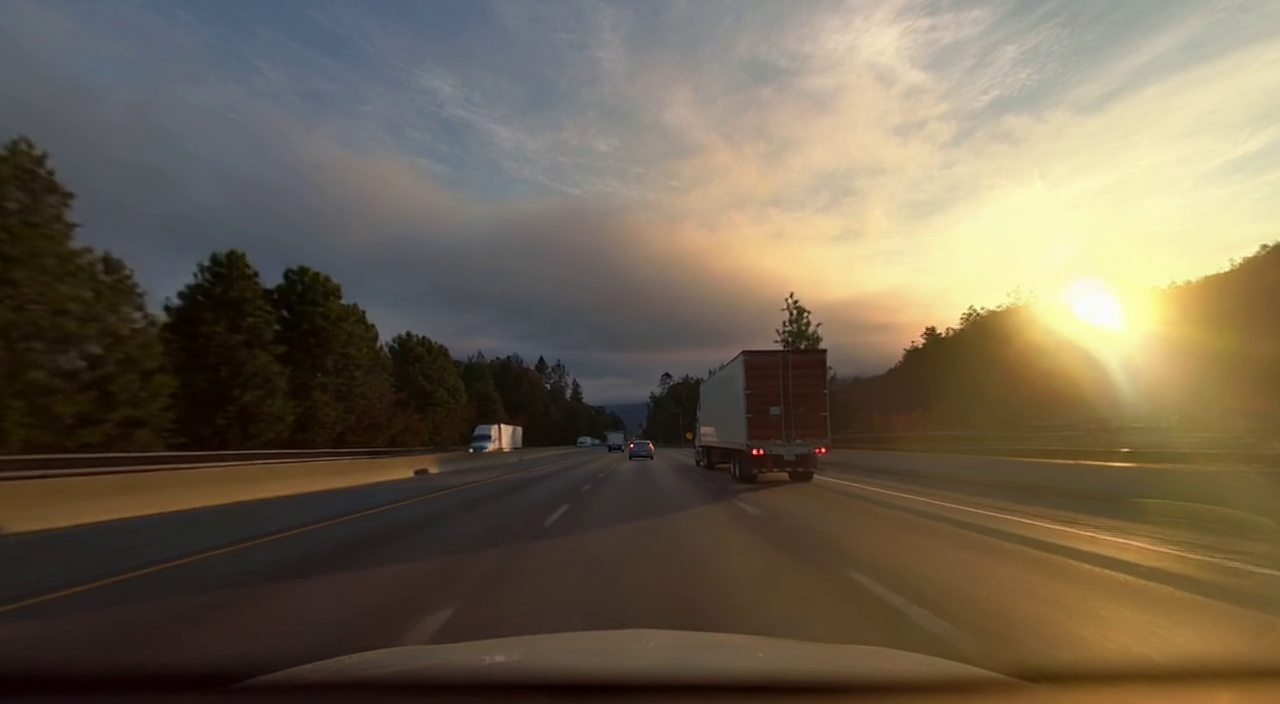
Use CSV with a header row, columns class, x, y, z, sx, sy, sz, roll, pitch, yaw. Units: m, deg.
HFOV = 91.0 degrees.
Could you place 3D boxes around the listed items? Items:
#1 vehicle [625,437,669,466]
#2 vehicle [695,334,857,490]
class,x,y,z,sx,sy,sz,roll,pitch,yaw
vehicle,0.465,5.785,36.850,2.139,1.607,4.034,-1,-8,7
vehicle,4.225,2.551,23.866,3.005,4.131,14.221,0,-8,0
